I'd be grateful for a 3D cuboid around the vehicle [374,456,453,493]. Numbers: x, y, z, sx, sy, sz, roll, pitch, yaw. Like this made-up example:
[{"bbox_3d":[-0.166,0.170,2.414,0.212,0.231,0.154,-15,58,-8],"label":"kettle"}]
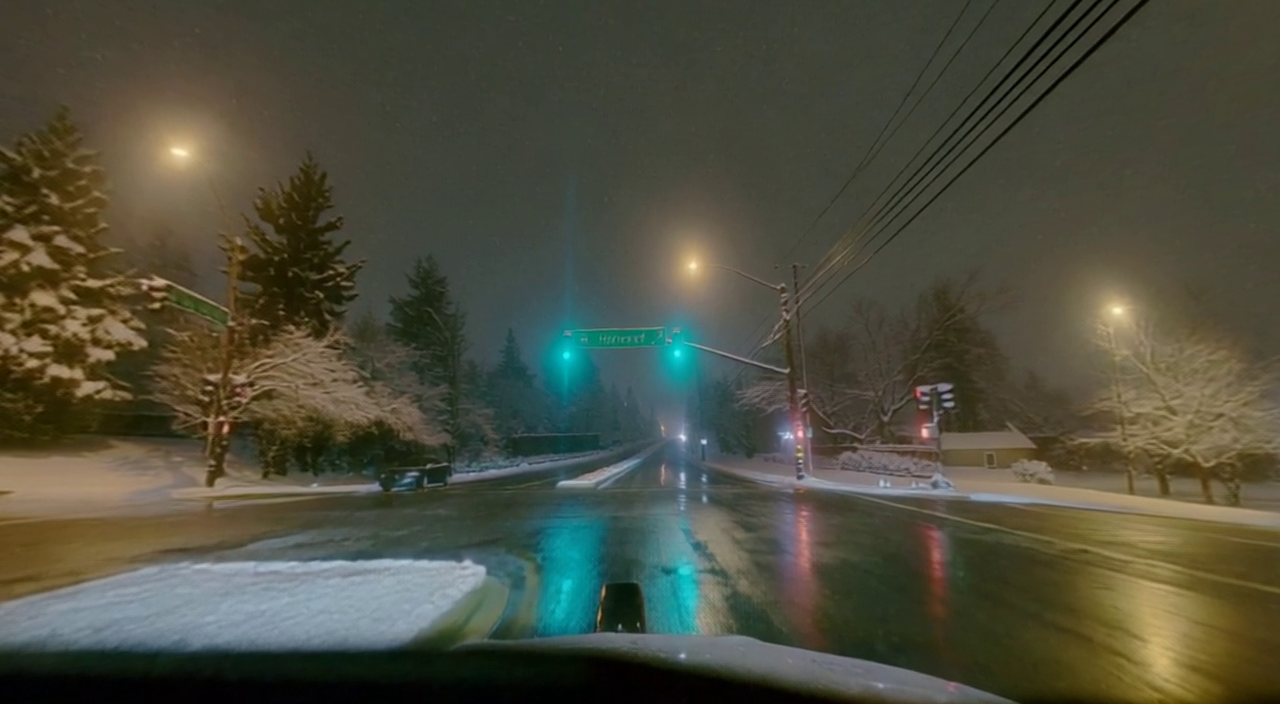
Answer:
[{"bbox_3d":[-10.355,5.615,29.246,1.983,1.482,4.190,-1,-9,1],"label":"vehicle"}]
